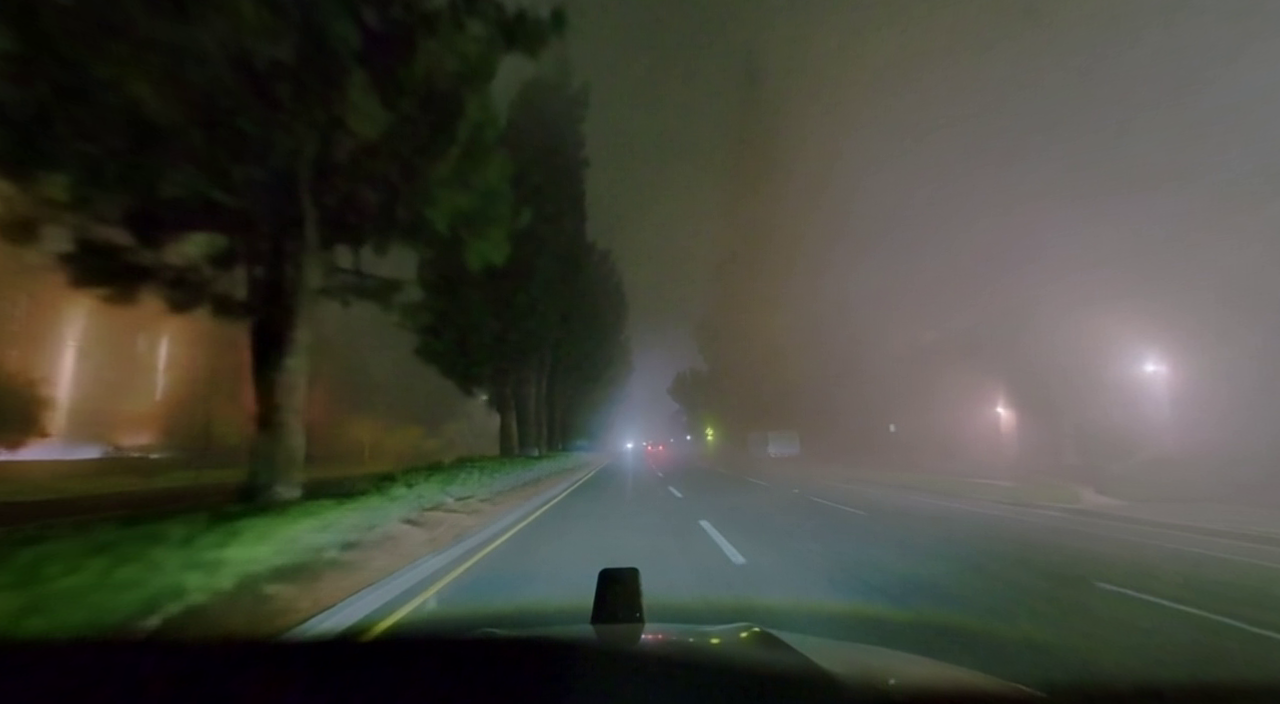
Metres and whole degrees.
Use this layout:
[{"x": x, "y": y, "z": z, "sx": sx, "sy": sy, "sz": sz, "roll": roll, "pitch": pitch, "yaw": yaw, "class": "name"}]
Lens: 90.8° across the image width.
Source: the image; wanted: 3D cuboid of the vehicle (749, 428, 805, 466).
[{"x": 9.740, "y": 6.822, "z": 45.565, "sx": 2.456, "sy": 2.534, "sz": 5.930, "roll": 0, "pitch": -9, "yaw": -3, "class": "vehicle"}]
